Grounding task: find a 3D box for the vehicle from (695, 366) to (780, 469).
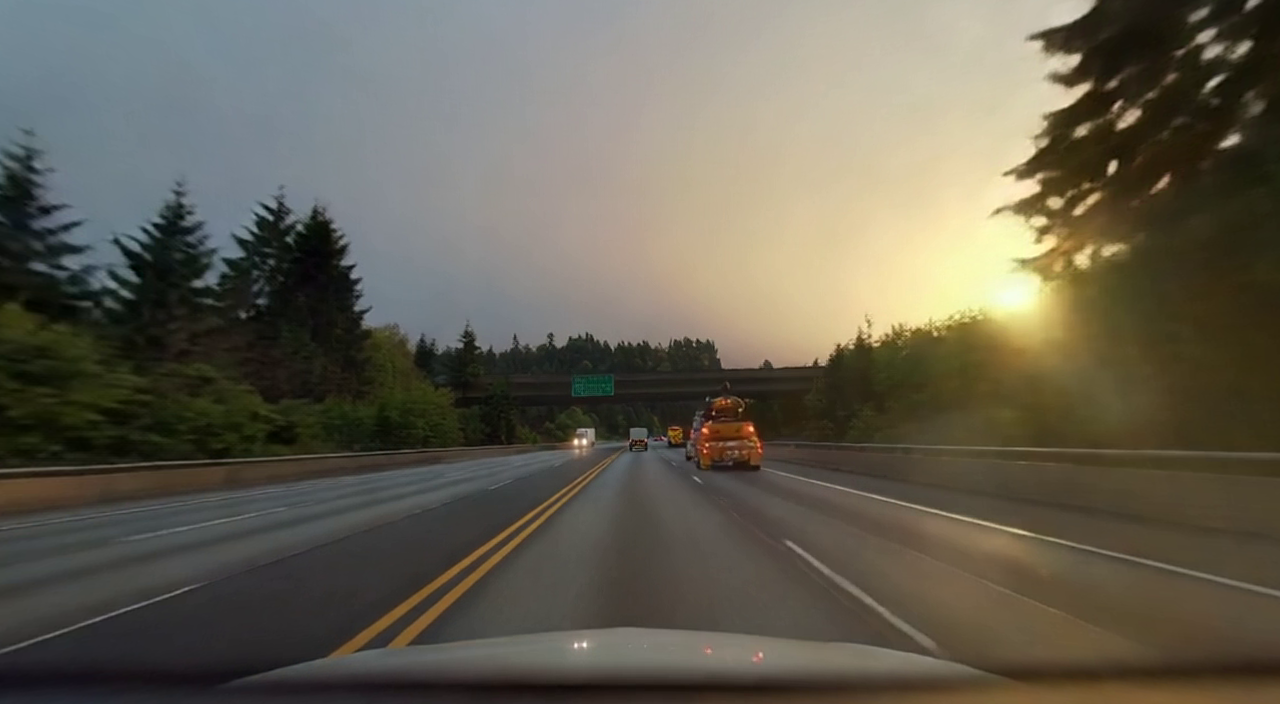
[{"bbox_3d":[4.300,3.103,29.031,2.875,4.206,4.999,-2,-8,-1],"label":"vehicle"}]
